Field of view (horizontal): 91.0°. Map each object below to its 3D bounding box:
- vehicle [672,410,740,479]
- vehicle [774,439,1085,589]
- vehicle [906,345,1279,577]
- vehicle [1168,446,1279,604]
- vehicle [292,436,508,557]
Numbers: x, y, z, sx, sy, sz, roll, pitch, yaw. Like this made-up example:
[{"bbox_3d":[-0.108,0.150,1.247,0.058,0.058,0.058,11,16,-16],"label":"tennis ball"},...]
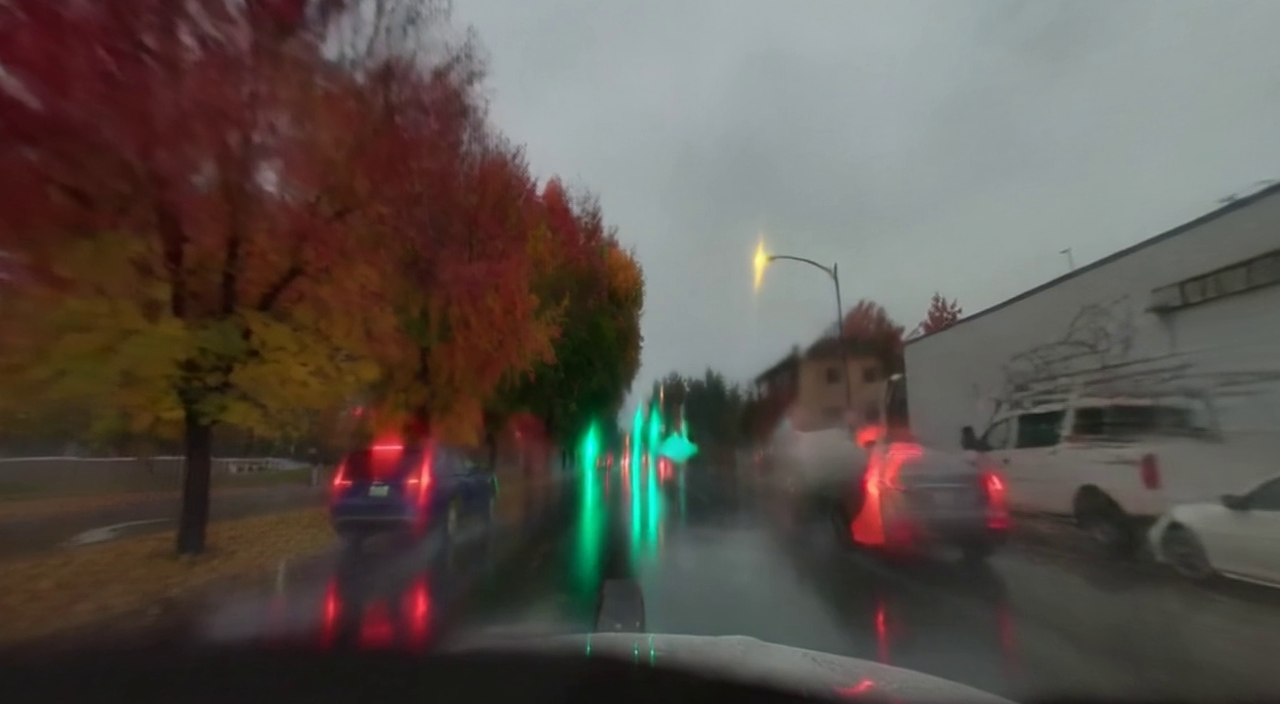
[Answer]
[{"bbox_3d":[3.843,5.781,39.601,3.003,3.680,10.684,0,-8,-1],"label":"vehicle"},{"bbox_3d":[3.390,1.959,8.739,1.915,1.449,4.970,0,-8,-1],"label":"vehicle"},{"bbox_3d":[6.873,1.651,10.210,2.483,2.707,5.496,0,-8,-2],"label":"vehicle"},{"bbox_3d":[6.864,1.549,5.437,1.902,1.430,3.041,0,-8,0],"label":"vehicle"},{"bbox_3d":[-3.555,2.185,10.380,1.751,1.540,4.481,0,-8,1],"label":"vehicle"}]
